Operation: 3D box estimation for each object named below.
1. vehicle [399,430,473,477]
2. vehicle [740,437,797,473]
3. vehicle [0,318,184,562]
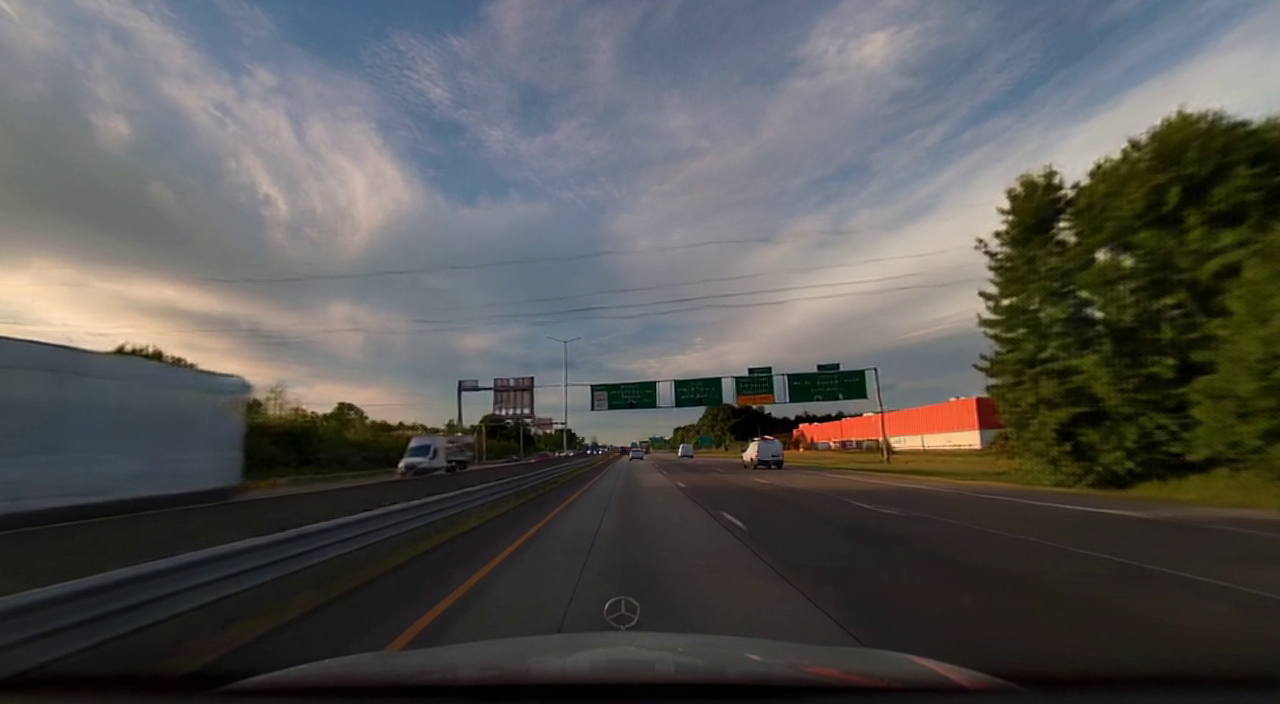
[{"bbox_3d":[-15.906,8.025,49.831,2.796,3.307,8.869,0,-9,0],"label":"vehicle"},{"bbox_3d":[7.449,6.021,36.939,2.156,1.943,5.010,0,-9,-1],"label":"vehicle"},{"bbox_3d":[-12.080,1.623,11.405,2.959,3.982,5.948,0,-9,0],"label":"vehicle"}]
